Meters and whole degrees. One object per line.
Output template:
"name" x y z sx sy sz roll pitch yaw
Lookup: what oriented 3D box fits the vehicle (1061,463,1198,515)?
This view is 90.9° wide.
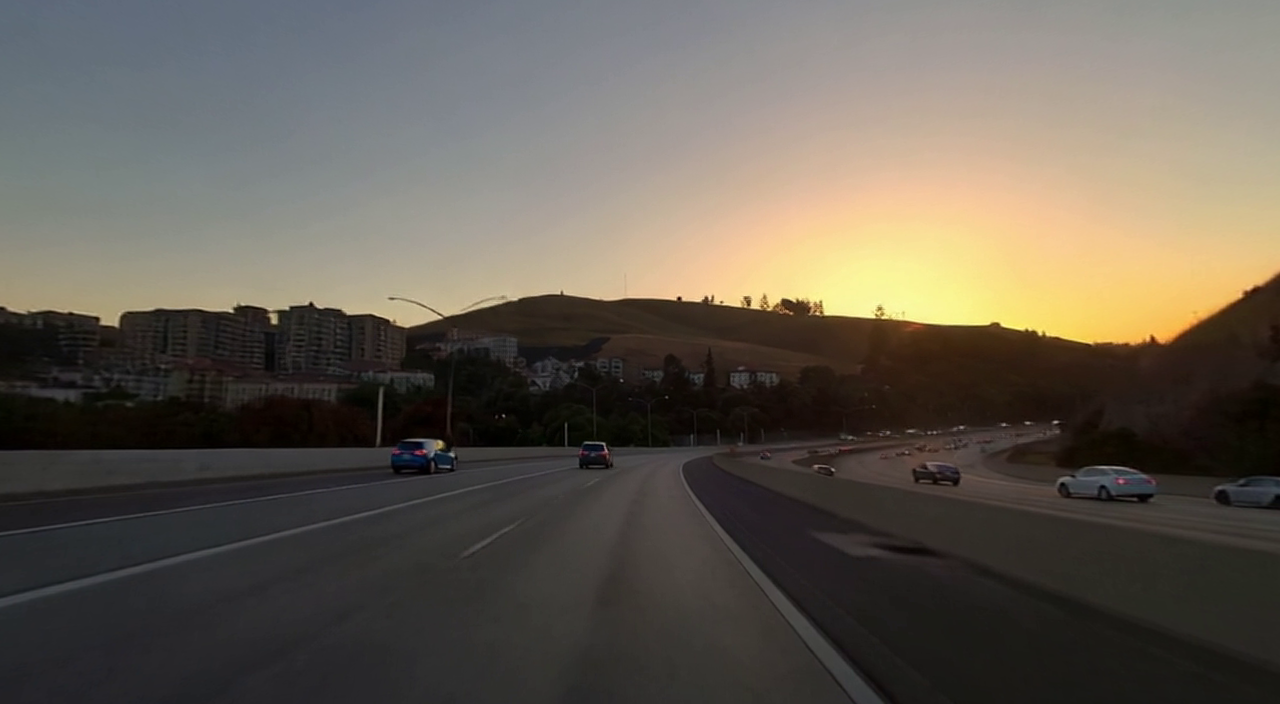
"vehicle" 17.994 5.022 23.522 1.786 1.559 4.496 -1 -8 5

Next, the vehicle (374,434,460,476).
"vehicle" -10.058 4.701 28.910 2.039 1.746 4.528 -1 -8 4

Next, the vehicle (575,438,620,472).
"vehicle" -2.377 5.866 36.083 2.028 1.782 4.150 -1 -8 4
